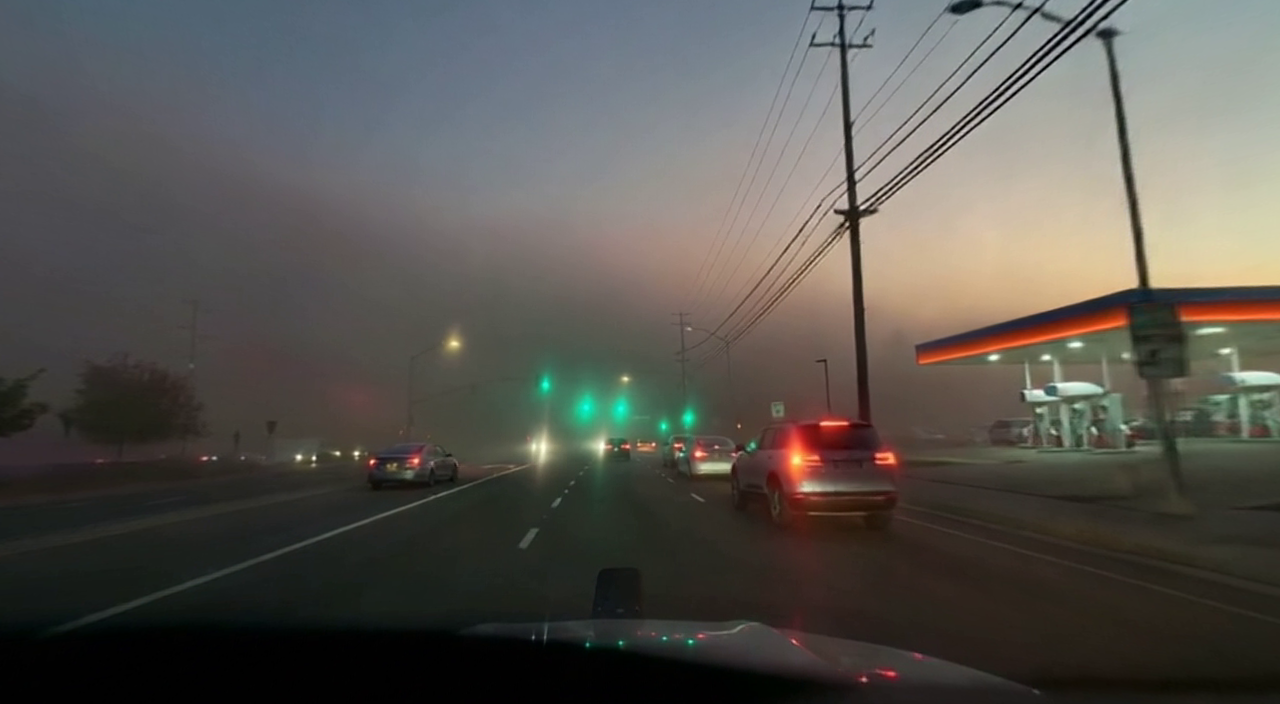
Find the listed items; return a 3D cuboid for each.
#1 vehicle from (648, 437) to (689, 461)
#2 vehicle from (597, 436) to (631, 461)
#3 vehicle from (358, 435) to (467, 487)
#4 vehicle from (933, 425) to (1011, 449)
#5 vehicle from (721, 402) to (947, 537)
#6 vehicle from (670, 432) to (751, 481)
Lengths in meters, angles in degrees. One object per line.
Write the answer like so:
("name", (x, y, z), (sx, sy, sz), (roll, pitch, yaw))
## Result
("vehicle", (1.762, 6.211, 40.458), (2.208, 1.436, 4.542), (0, -8, -3))
("vehicle", (-1.662, 6.123, 40.100), (2.065, 1.484, 3.894), (0, -8, -3))
("vehicle", (-7.070, 3.421, 20.184), (2.075, 1.470, 4.190), (0, -8, -3))
("vehicle", (22.521, 5.830, 43.095), (1.934, 1.570, 5.073), (1, -9, -10))
("vehicle", (2.990, 1.966, 11.196), (2.124, 1.824, 4.973), (0, -8, -4))
("vehicle", (2.292, 3.548, 21.663), (1.945, 1.470, 4.363), (0, -8, -4))
